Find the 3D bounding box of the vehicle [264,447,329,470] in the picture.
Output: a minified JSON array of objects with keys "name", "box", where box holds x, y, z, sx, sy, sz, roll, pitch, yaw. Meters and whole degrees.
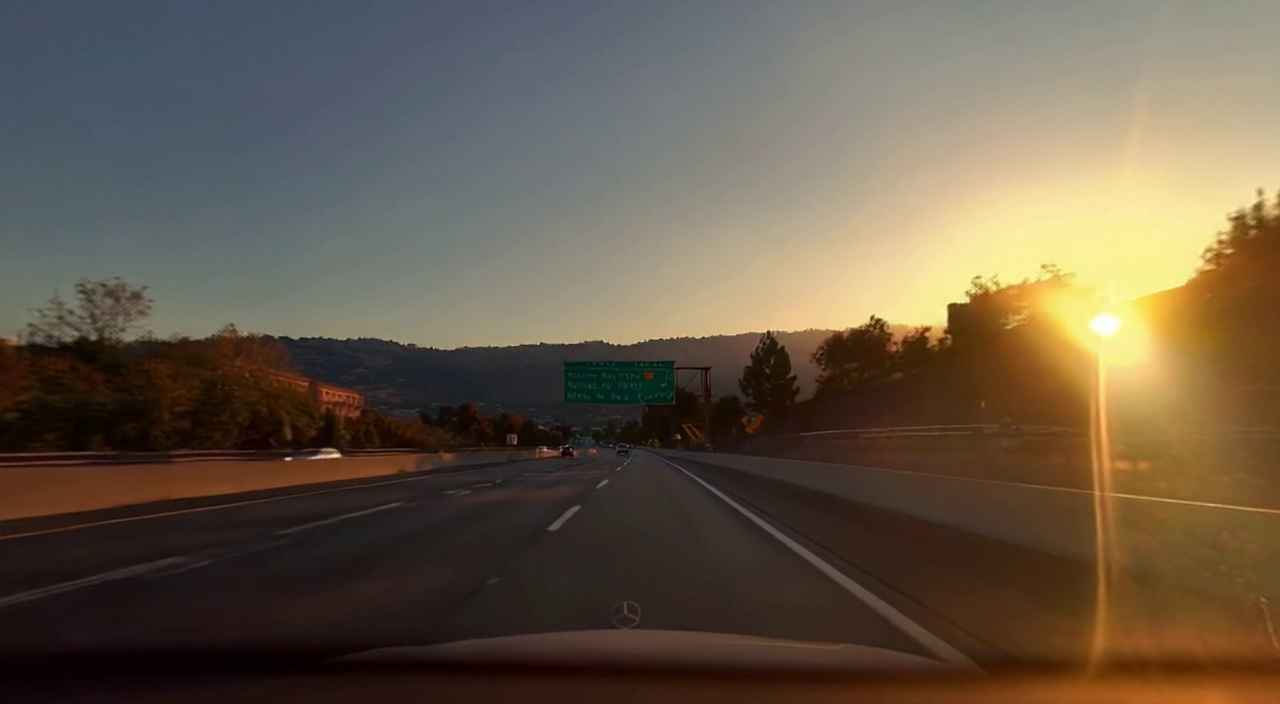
[{"name":"vehicle","box":[-23.848,7.400,43.902,1.878,1.498,4.496,0,-9,1]}]
